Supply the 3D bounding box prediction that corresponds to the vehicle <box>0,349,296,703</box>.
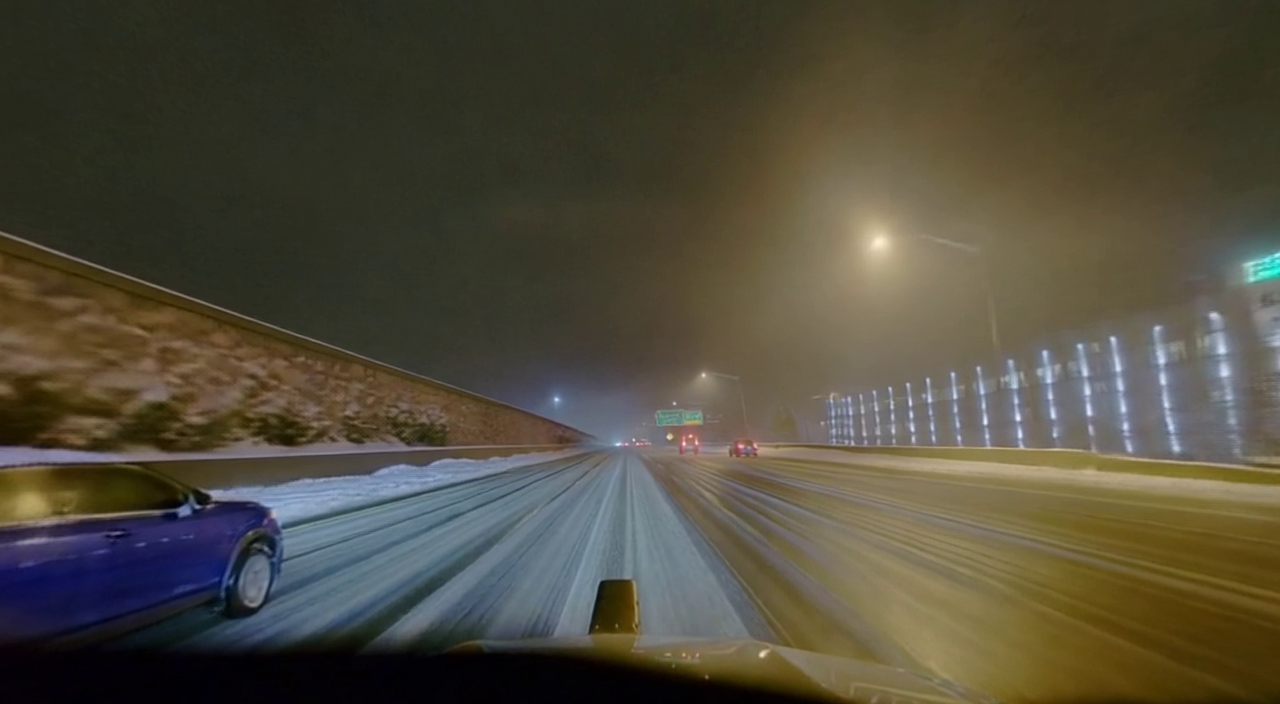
[{"bbox_3d":[-3.800,0.839,2.880,2.070,1.641,4.315,0,-8,-1],"label":"vehicle"}]
